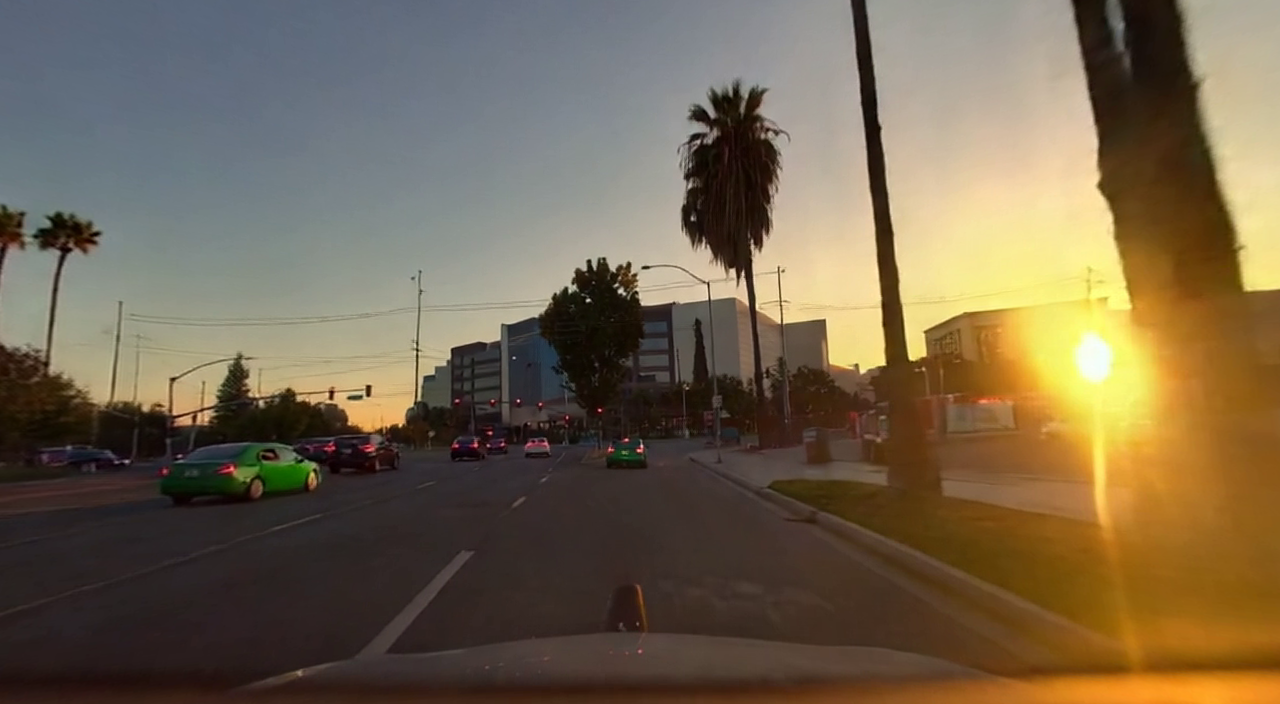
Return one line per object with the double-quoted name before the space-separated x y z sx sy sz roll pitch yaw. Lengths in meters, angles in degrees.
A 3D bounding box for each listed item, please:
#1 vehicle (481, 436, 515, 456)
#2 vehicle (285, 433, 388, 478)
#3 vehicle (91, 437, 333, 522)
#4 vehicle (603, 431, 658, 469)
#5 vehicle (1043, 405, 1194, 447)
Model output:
"vehicle" -10.947 7.248 48.810 1.905 1.482 4.463 0 -8 -4
"vehicle" -12.358 4.218 26.169 2.108 1.669 5.076 0 -8 -5
"vehicle" -8.566 2.535 13.304 1.958 1.455 4.504 0 -8 0
"vehicle" -0.325 4.240 27.590 2.070 1.493 4.570 -1 -8 3
"vehicle" 18.399 2.940 24.630 1.882 1.463 4.550 1 -9 -9
